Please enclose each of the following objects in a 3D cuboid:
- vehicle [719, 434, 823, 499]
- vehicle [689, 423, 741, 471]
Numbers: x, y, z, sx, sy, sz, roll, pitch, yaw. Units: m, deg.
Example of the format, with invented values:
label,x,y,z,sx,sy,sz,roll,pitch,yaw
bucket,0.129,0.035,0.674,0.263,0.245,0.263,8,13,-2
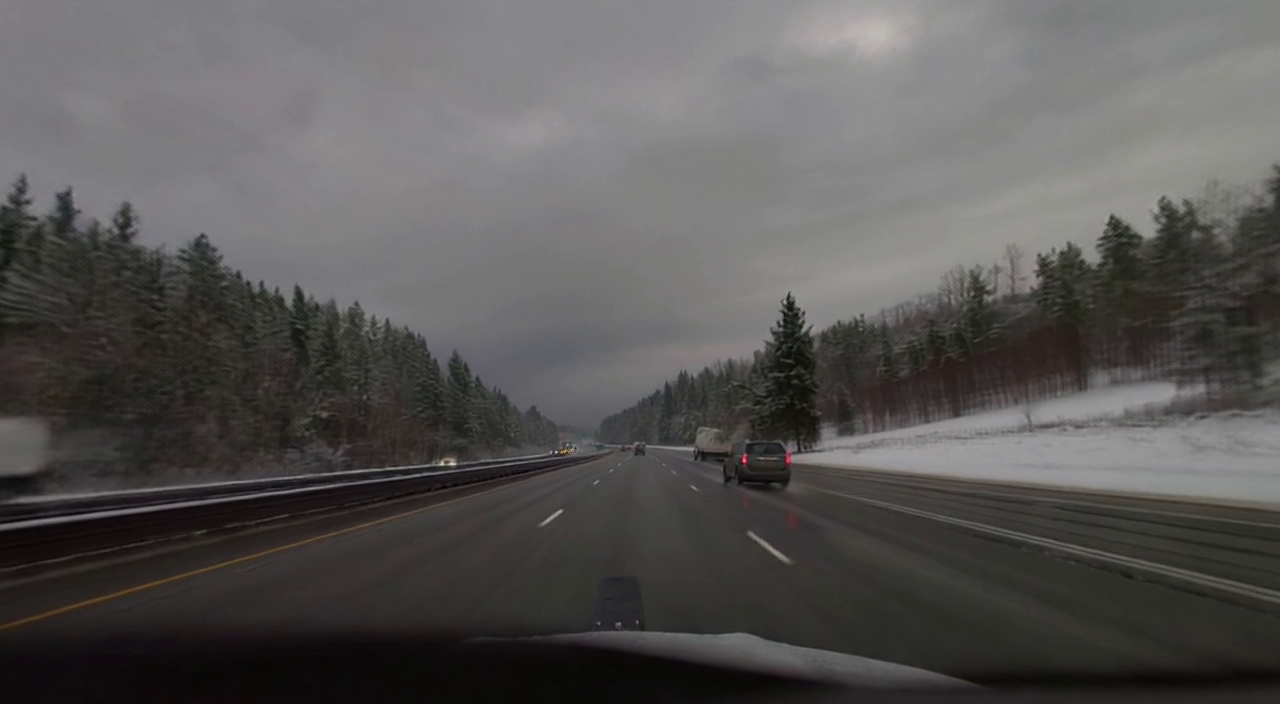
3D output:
label,x,y,z,sx,sy,sz,roll,pitch,yaw
vehicle,3.504,3.154,17.716,2.019,1.601,3.953,0,-9,0
vehicle,4.283,5.567,36.978,2.300,2.564,5.643,0,-9,-1
